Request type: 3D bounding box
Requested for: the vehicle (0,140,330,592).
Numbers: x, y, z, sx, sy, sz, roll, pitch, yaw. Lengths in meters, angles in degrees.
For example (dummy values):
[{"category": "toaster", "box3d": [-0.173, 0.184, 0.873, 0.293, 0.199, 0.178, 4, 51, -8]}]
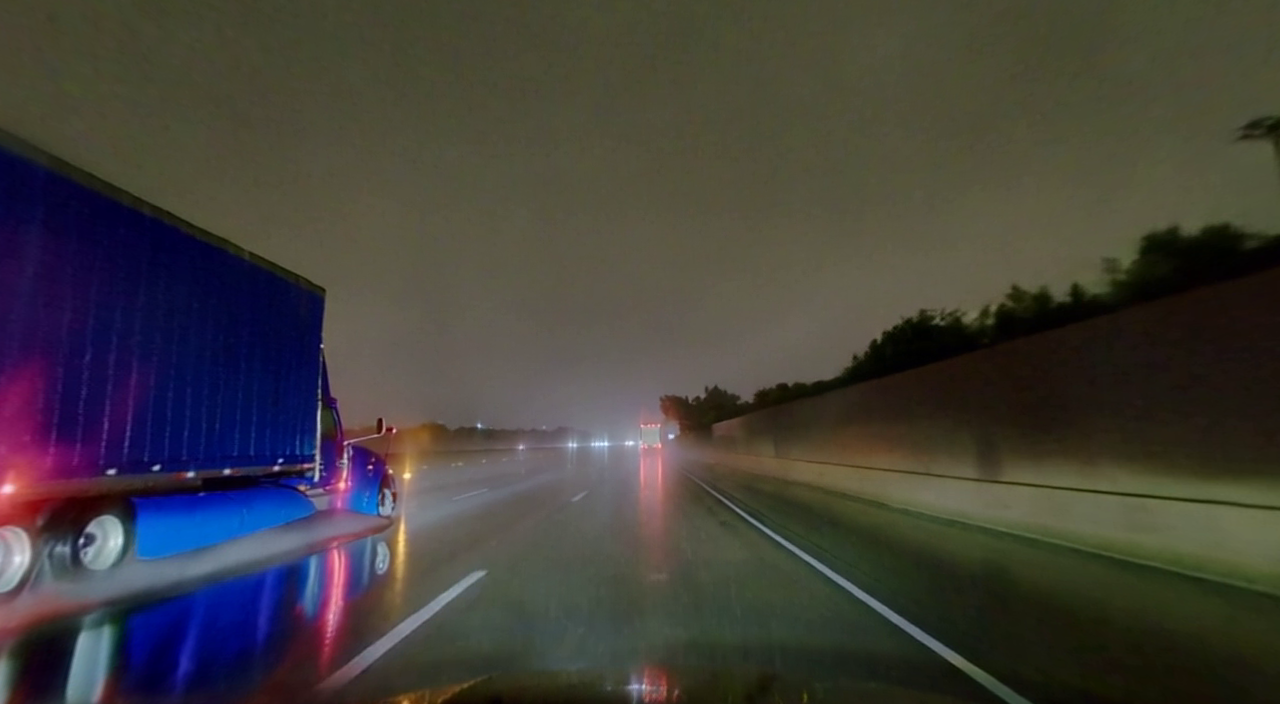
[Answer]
[{"category": "vehicle", "box3d": [-7.105, 0.265, 6.537, 2.996, 3.947, 8.600, 0, -9, 2]}]
